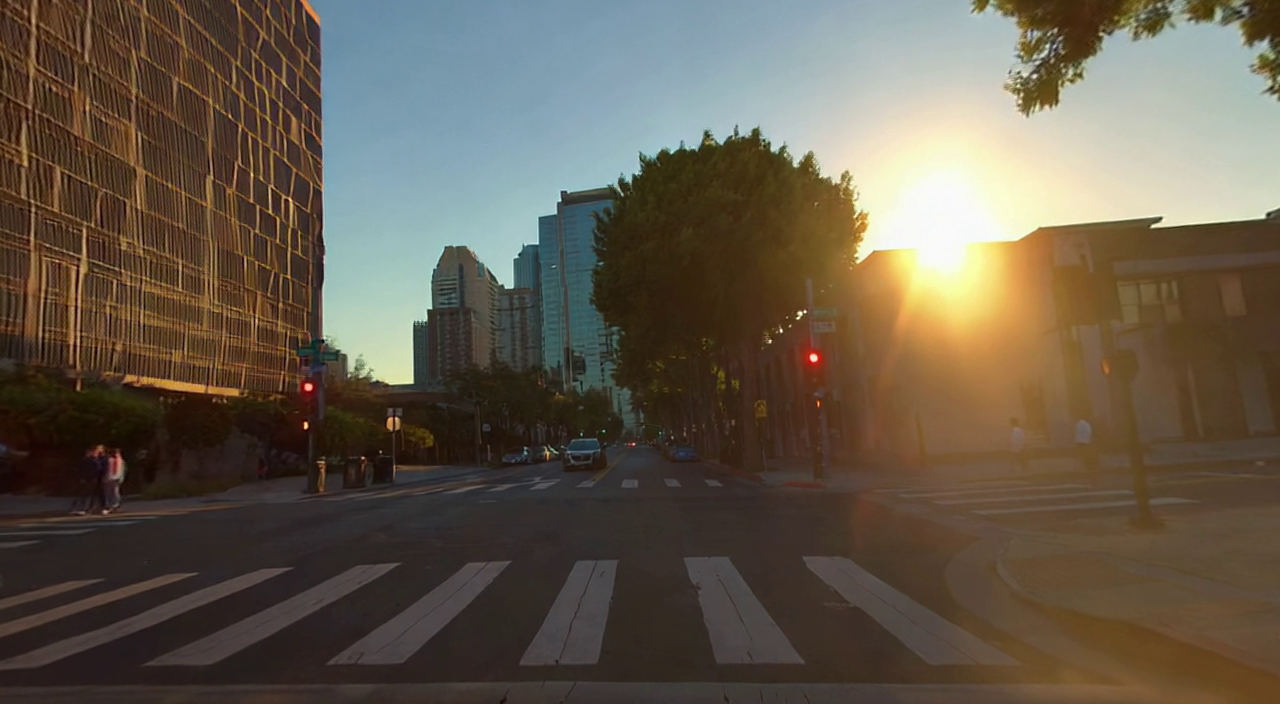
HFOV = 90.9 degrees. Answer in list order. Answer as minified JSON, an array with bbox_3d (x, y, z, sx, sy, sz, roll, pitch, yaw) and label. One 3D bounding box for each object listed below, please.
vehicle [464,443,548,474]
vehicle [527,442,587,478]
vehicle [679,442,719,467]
[{"bbox_3d":[-8.011,6.372,38.012,4.526,1.726,1.963,8,-12,-44],"label":"vehicle"},{"bbox_3d":[-3.649,4.824,28.535,1.989,1.481,4.500,0,-8,1],"label":"vehicle"},{"bbox_3d":[3.558,6.279,38.863,1.853,1.426,4.160,1,-8,-3],"label":"vehicle"}]
